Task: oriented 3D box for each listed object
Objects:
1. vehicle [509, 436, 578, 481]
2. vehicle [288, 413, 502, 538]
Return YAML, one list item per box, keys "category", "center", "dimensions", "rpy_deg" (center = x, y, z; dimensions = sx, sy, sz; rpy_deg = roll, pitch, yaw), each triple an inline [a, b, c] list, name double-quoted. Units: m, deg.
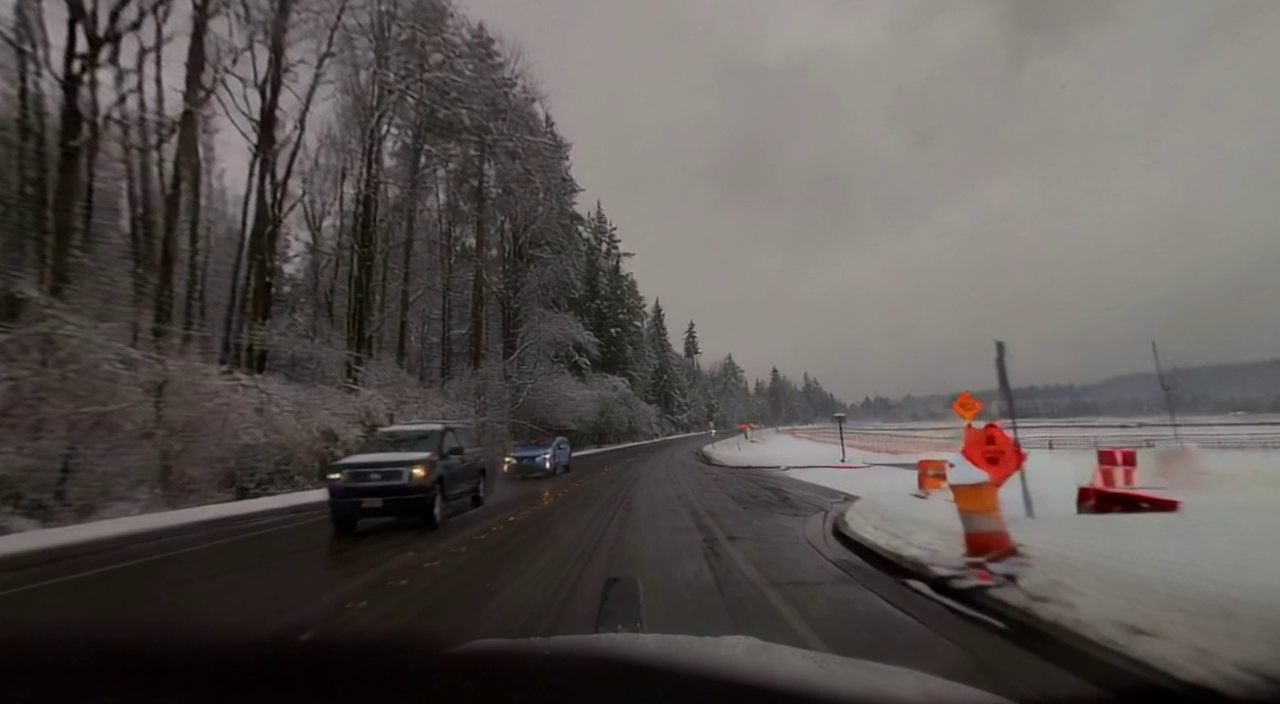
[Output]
- category: "vehicle"
  center: [-4.095, 4.618, 27.743]
  dimensions: [2.033, 1.765, 4.698]
  rpy_deg: [-1, -8, 4]
- category: "vehicle"
  center: [-4.412, 2.313, 12.483]
  dimensions: [2.119, 1.935, 4.881]
  rpy_deg: [-1, -8, 2]
